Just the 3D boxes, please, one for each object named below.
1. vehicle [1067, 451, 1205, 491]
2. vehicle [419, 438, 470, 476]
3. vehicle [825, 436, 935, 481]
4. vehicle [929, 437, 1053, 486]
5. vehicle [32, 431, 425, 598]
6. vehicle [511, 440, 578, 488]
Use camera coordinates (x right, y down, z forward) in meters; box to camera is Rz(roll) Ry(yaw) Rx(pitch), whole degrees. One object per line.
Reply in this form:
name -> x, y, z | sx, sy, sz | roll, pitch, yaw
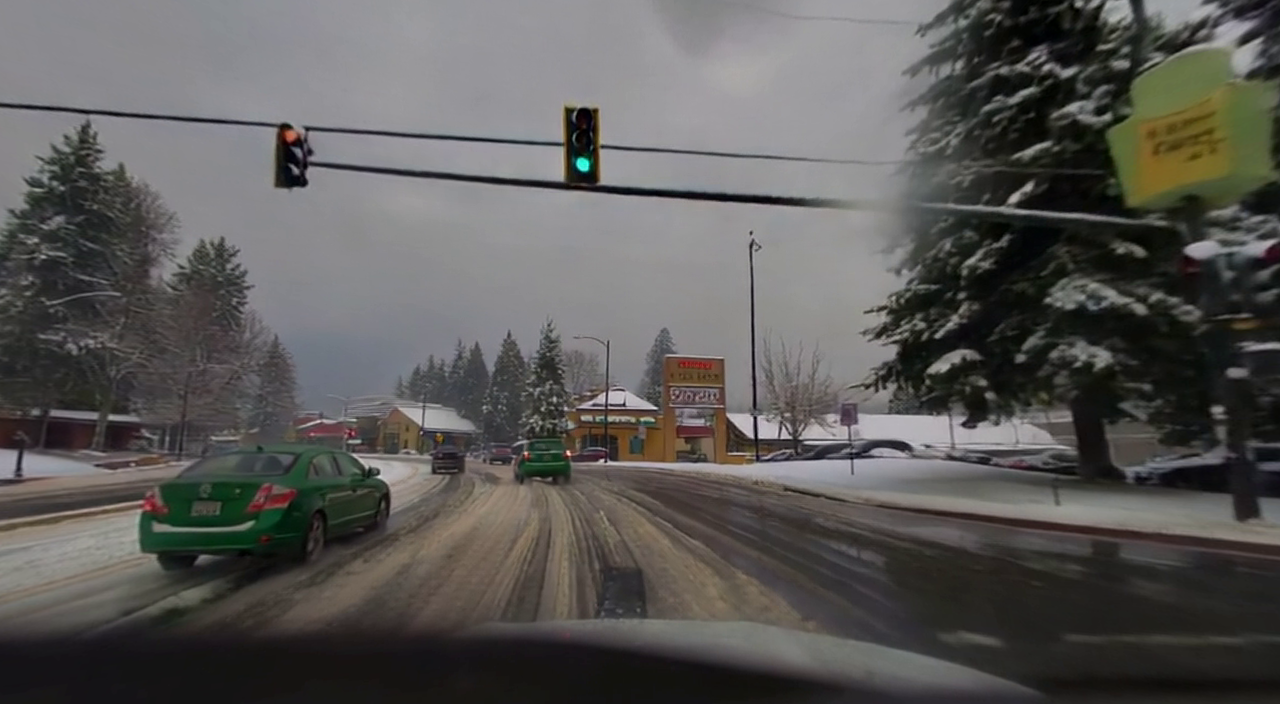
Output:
vehicle -> 18.527, 4.435, 23.611 | 3.800, 1.369, 1.759 | 1, -8, -5
vehicle -> -8.883, 4.768, 28.889 | 2.042, 1.593, 3.956 | 2, -9, -15
vehicle -> 8.729, 3.913, 23.428 | 1.919, 1.489, 4.889 | 0, -8, -4
vehicle -> 11.534, 3.613, 21.032 | 1.762, 1.453, 3.976 | 0, -8, -2
vehicle -> -4.559, 1.831, 8.206 | 2.105, 1.477, 4.857 | 0, -8, -4
vehicle -> -3.417, 3.823, 21.880 | 2.001, 1.483, 4.442 | 2, -9, -12
